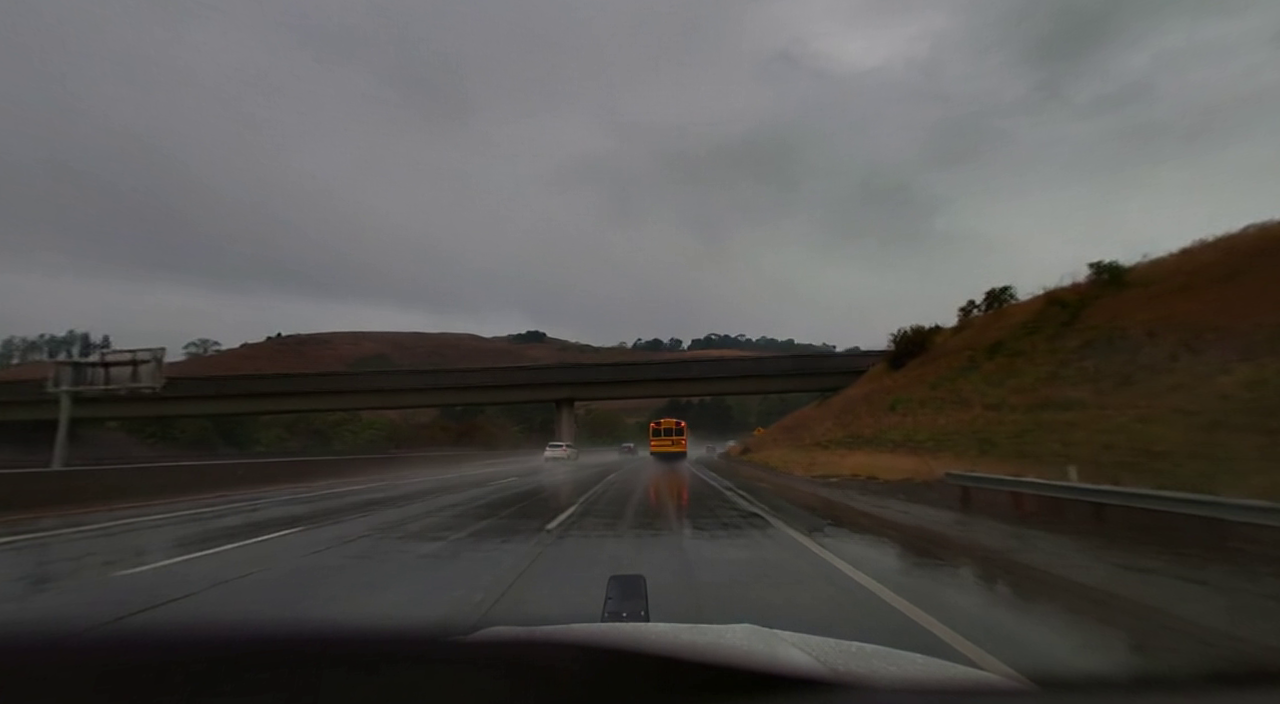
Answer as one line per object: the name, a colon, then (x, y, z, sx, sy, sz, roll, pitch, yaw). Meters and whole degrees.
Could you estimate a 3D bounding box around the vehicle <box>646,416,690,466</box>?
vehicle: (2.268, 6.723, 47.582, 2.945, 3.295, 10.406, -1, -8, 4)

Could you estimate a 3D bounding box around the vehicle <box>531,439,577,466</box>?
vehicle: (-5.755, 6.819, 43.000, 2.172, 1.689, 4.625, -1, -8, 4)
